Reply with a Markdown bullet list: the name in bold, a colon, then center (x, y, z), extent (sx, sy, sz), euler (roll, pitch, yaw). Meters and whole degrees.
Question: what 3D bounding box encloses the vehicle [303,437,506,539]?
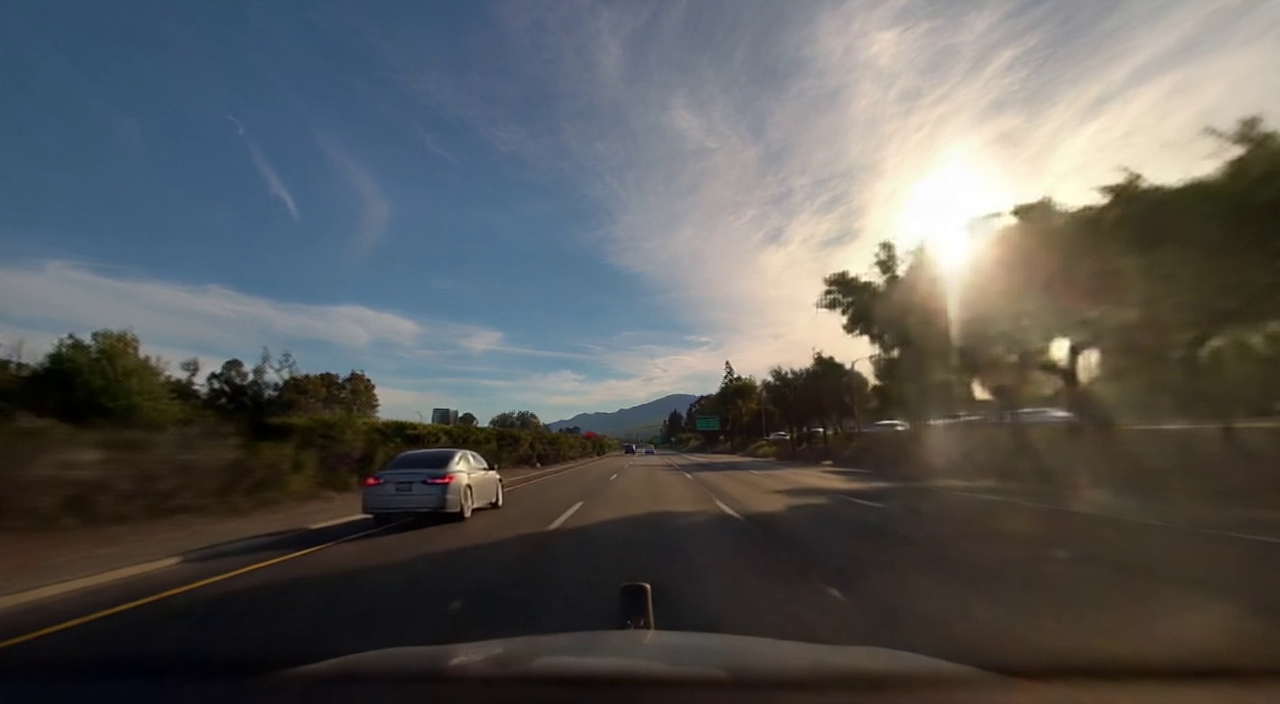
- **vehicle**: center (-4.049, 2.397, 11.816), extent (2.021, 1.526, 4.385), euler (0, -8, 1)
